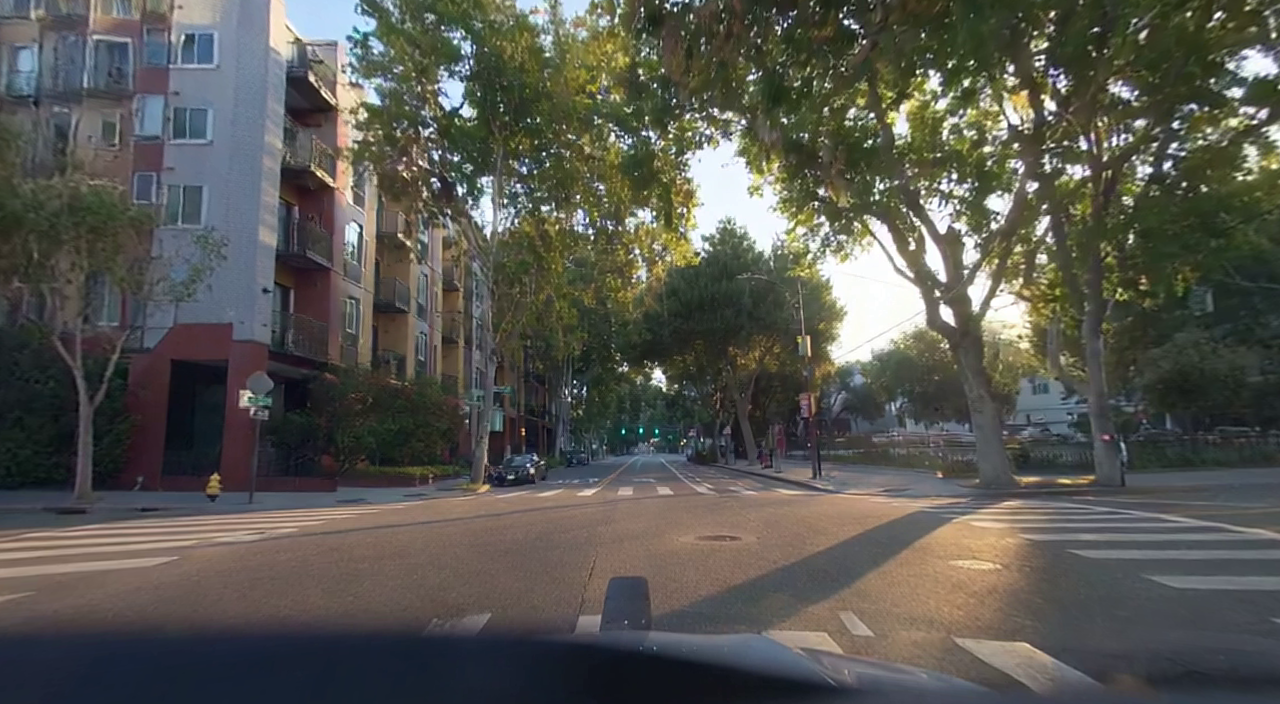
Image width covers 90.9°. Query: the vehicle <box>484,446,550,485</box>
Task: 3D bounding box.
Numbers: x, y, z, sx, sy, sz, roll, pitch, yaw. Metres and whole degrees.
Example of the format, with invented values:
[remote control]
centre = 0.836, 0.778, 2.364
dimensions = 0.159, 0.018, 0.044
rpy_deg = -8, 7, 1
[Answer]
[vehicle]
centre = -5.762, 5.358, 30.167
dimensions = 2.223, 1.658, 4.621
rpy_deg = 0, -8, 0
